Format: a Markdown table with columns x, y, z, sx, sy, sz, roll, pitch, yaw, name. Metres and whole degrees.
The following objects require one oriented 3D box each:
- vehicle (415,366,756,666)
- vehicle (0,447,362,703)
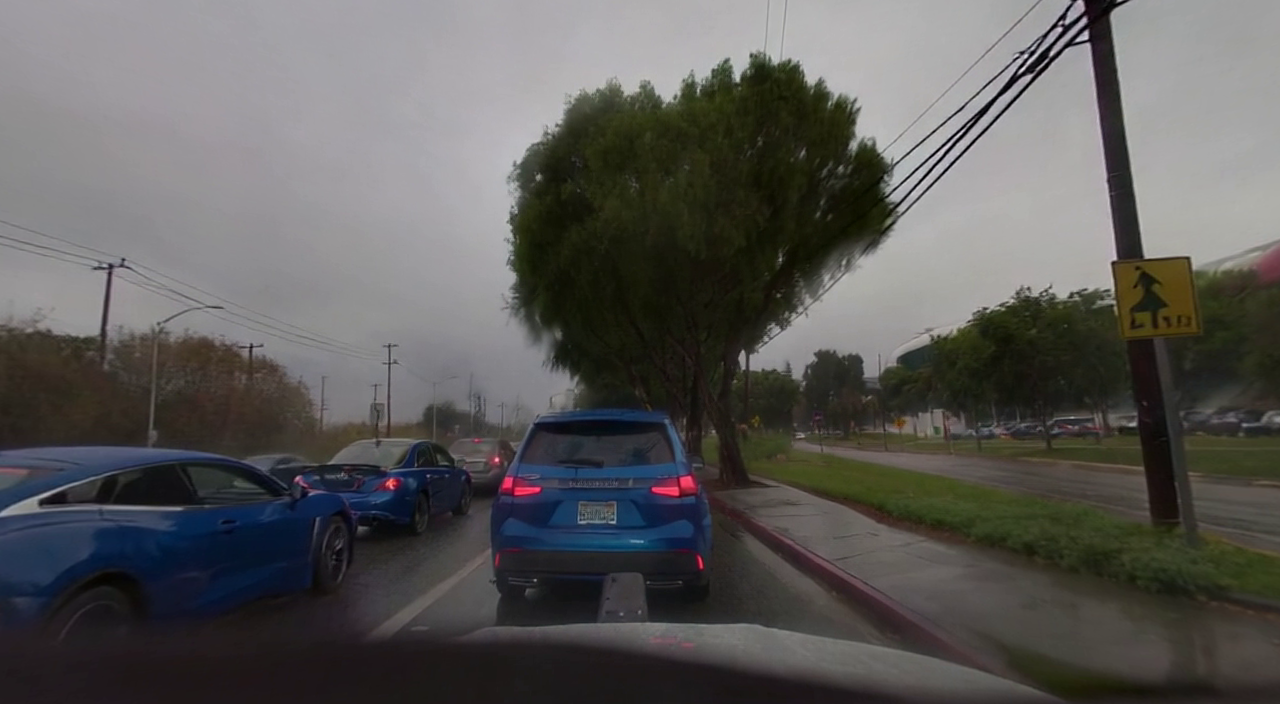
| x | y | z | sx | sy | sz | roll | pitch | yaw | name |
| --- | --- | --- | --- | --- | --- | --- | --- | --- | --- |
| -0.277 | 1.248 | 5.768 | 2.012 | 1.769 | 3.897 | 0 | -8 | 1 | vehicle |
| -3.736 | 1.279 | 4.016 | 1.865 | 1.314 | 4.461 | 0 | -8 | 1 | vehicle |
